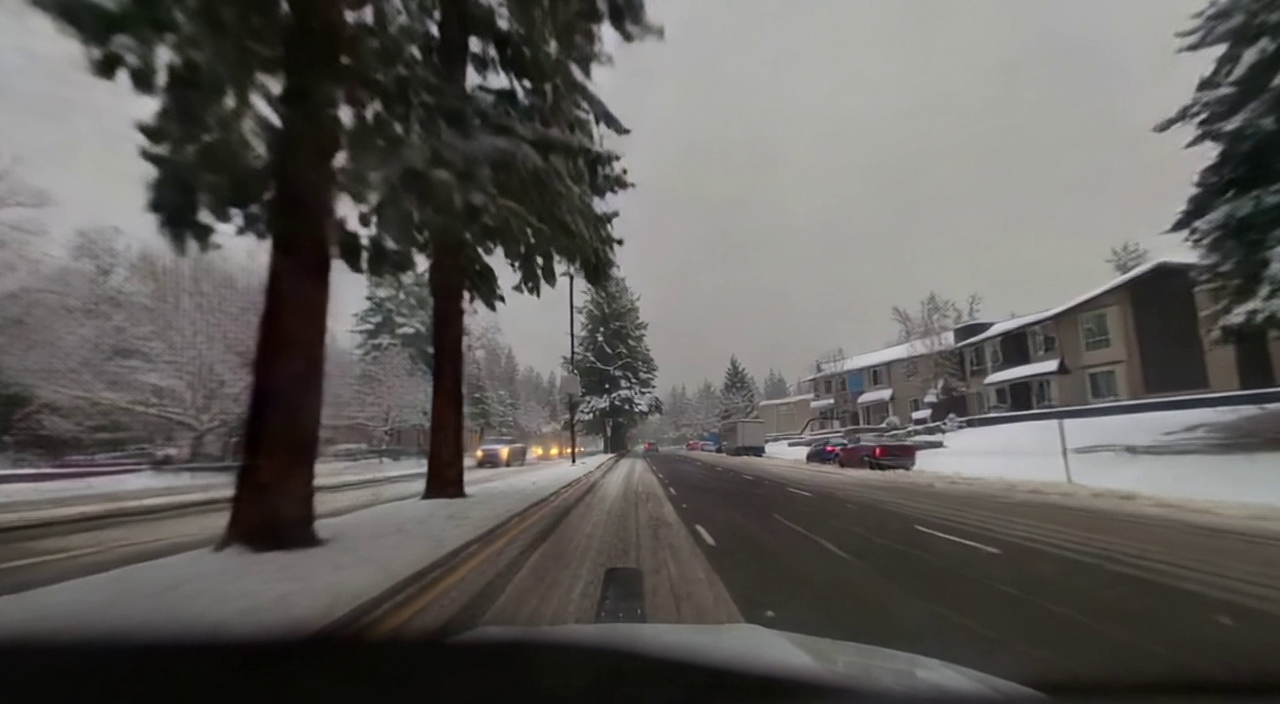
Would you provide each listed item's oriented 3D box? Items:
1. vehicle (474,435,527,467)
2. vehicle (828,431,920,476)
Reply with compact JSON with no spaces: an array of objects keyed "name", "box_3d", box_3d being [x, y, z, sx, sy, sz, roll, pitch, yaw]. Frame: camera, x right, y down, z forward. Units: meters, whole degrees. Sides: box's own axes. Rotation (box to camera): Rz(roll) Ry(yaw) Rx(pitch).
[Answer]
[{"name":"vehicle","box_3d":[-8.833,6.305,40.377,2.212,1.904,4.986,-1,-8,1]},{"name":"vehicle","box_3d":[10.180,4.455,27.954,2.043,1.761,5.022,0,-8,-1]}]
